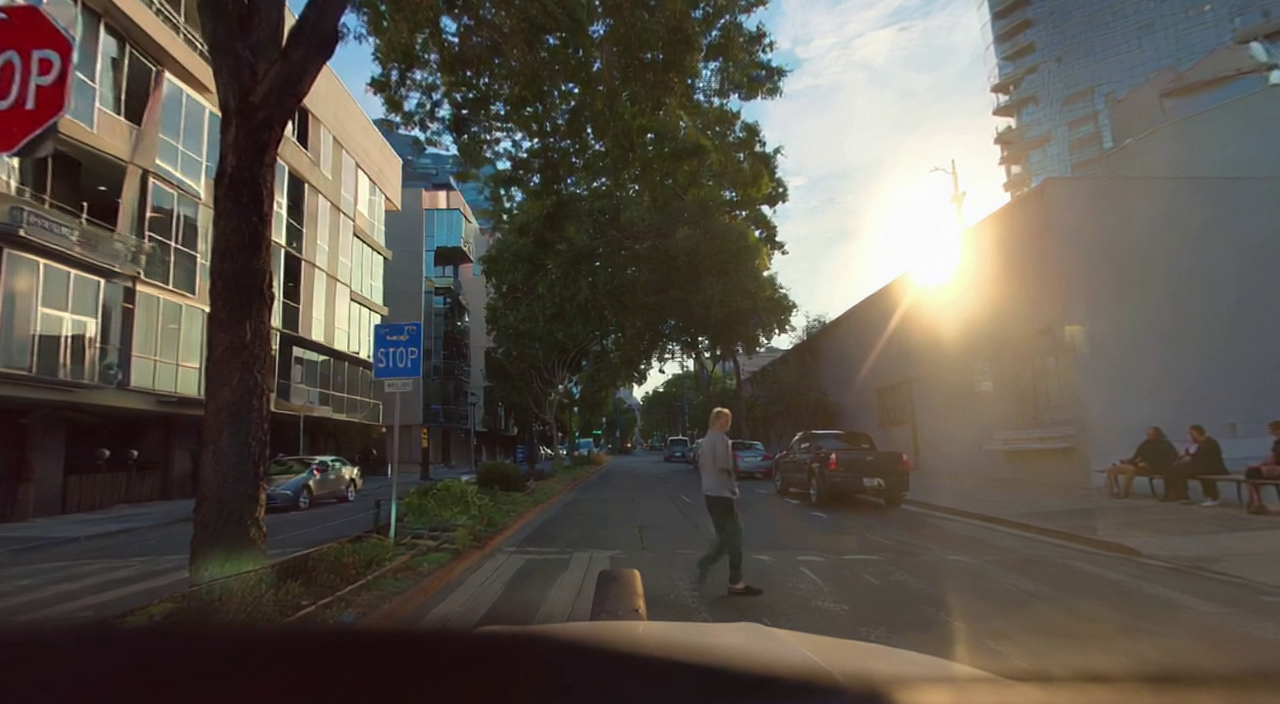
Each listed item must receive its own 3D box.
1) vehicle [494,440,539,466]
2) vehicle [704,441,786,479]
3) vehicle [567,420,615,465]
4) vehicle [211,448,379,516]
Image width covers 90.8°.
[{"bbox_3d":[-8.853,7.267,45.729,2.256,1.802,4.333,0,-8,2],"label":"vehicle"},{"bbox_3d":[4.584,4.569,27.104,1.858,1.491,4.329,-5,-10,33],"label":"vehicle"},{"bbox_3d":[-3.008,5.763,40.226,2.317,2.596,6.053,0,-8,3],"label":"vehicle"},{"bbox_3d":[-8.795,3.307,16.649,2.007,1.503,4.343,0,-8,-1],"label":"vehicle"}]
